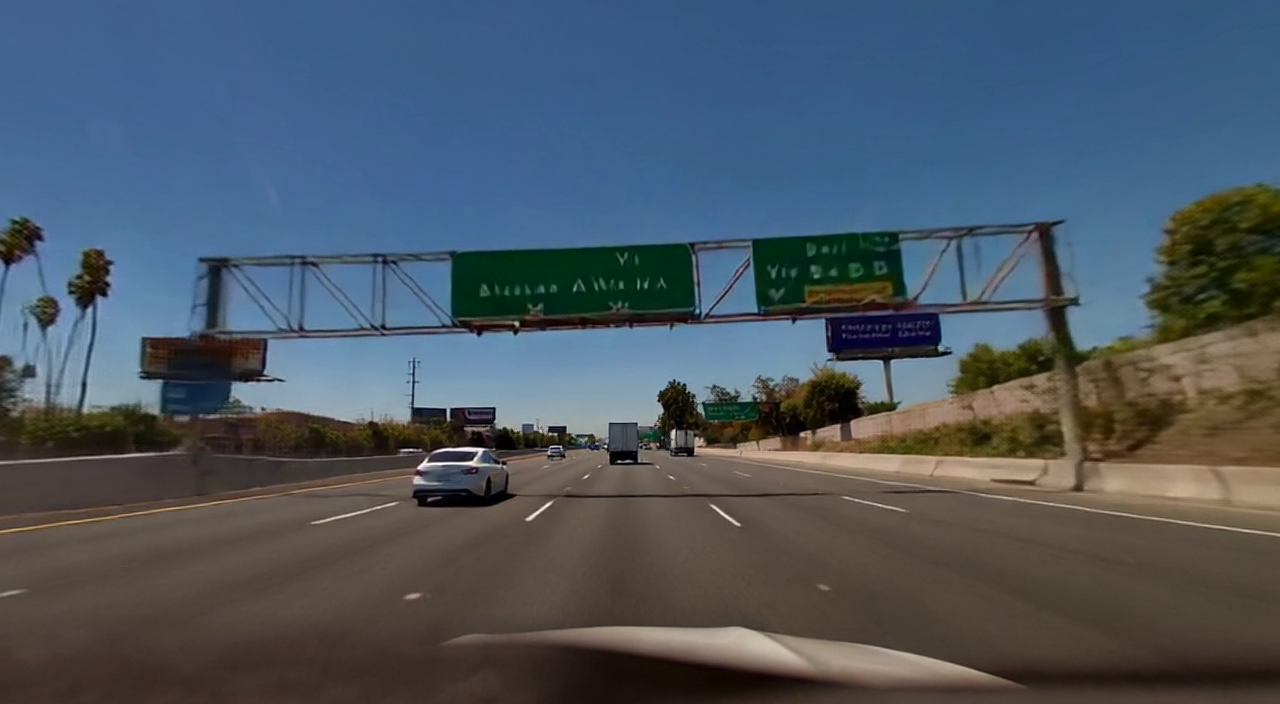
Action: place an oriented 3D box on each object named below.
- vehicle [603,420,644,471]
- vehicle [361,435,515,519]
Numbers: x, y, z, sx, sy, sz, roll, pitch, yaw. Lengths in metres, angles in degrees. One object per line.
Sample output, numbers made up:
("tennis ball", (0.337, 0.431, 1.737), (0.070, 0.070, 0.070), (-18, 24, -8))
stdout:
("vehicle", (-1.081, 5.971, 40.339), (2.364, 2.953, 6.495), (0, -9, -2))
("vehicle", (-4.363, 2.769, 14.616), (2.021, 1.598, 4.887), (0, -9, -1))
